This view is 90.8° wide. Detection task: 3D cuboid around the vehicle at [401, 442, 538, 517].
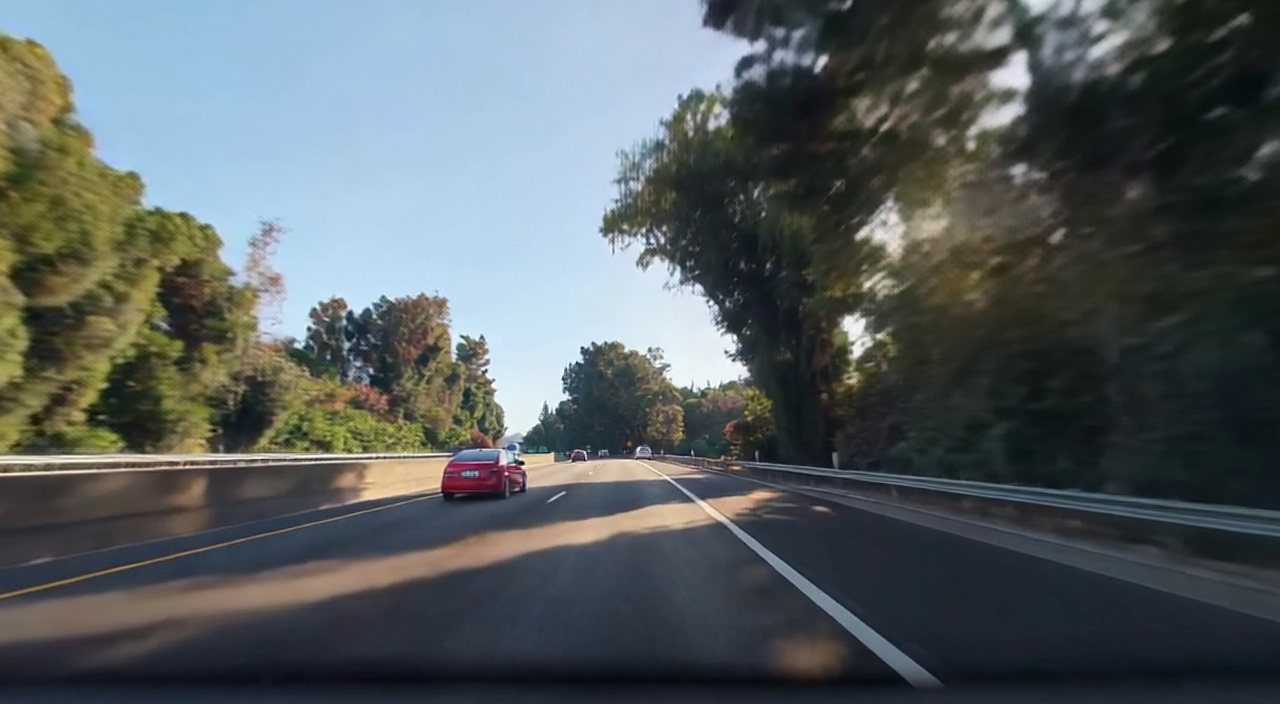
[{"bbox_3d":[-3.887,2.981,15.415,1.957,1.499,4.965,0,-9,0],"label":"vehicle"}]
